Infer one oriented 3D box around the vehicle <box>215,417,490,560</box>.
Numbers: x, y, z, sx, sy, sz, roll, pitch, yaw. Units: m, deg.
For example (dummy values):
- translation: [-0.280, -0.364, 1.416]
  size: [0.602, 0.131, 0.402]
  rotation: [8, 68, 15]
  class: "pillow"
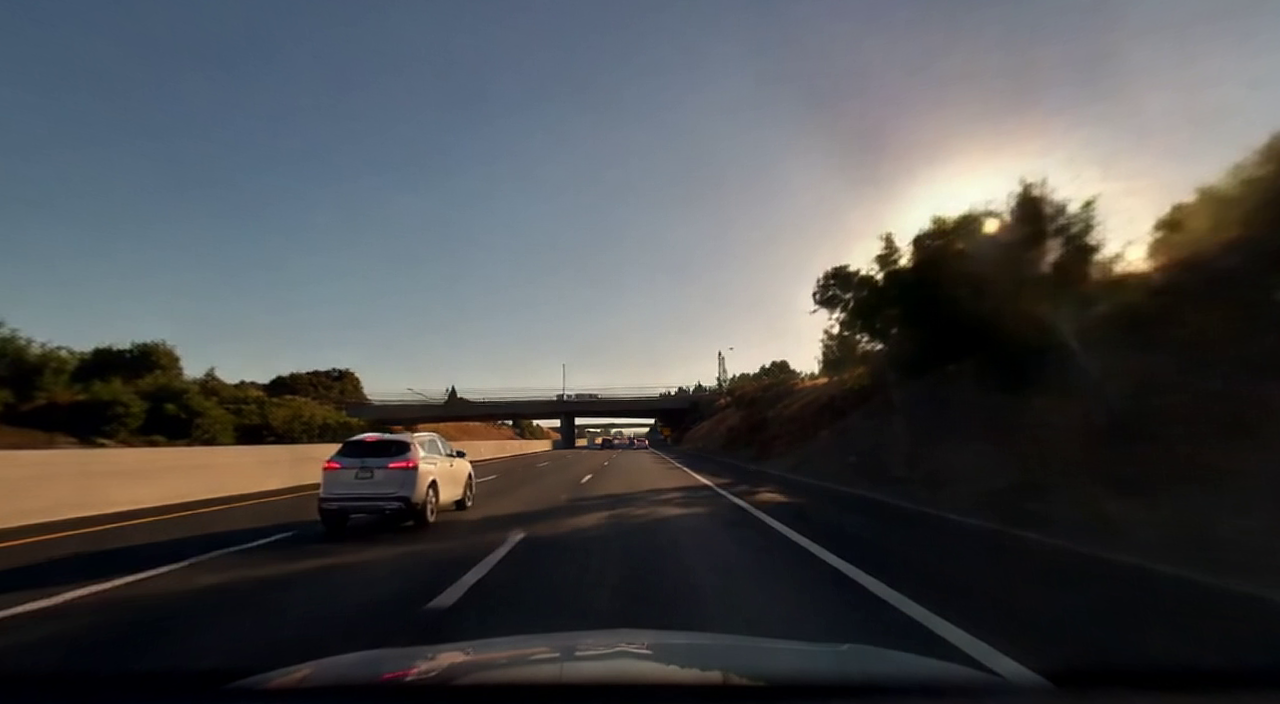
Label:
- translation: [-3.754, 1.825, 9.280]
  size: [2.039, 1.589, 4.324]
  rotation: [0, -8, 0]
  class: "vehicle"
